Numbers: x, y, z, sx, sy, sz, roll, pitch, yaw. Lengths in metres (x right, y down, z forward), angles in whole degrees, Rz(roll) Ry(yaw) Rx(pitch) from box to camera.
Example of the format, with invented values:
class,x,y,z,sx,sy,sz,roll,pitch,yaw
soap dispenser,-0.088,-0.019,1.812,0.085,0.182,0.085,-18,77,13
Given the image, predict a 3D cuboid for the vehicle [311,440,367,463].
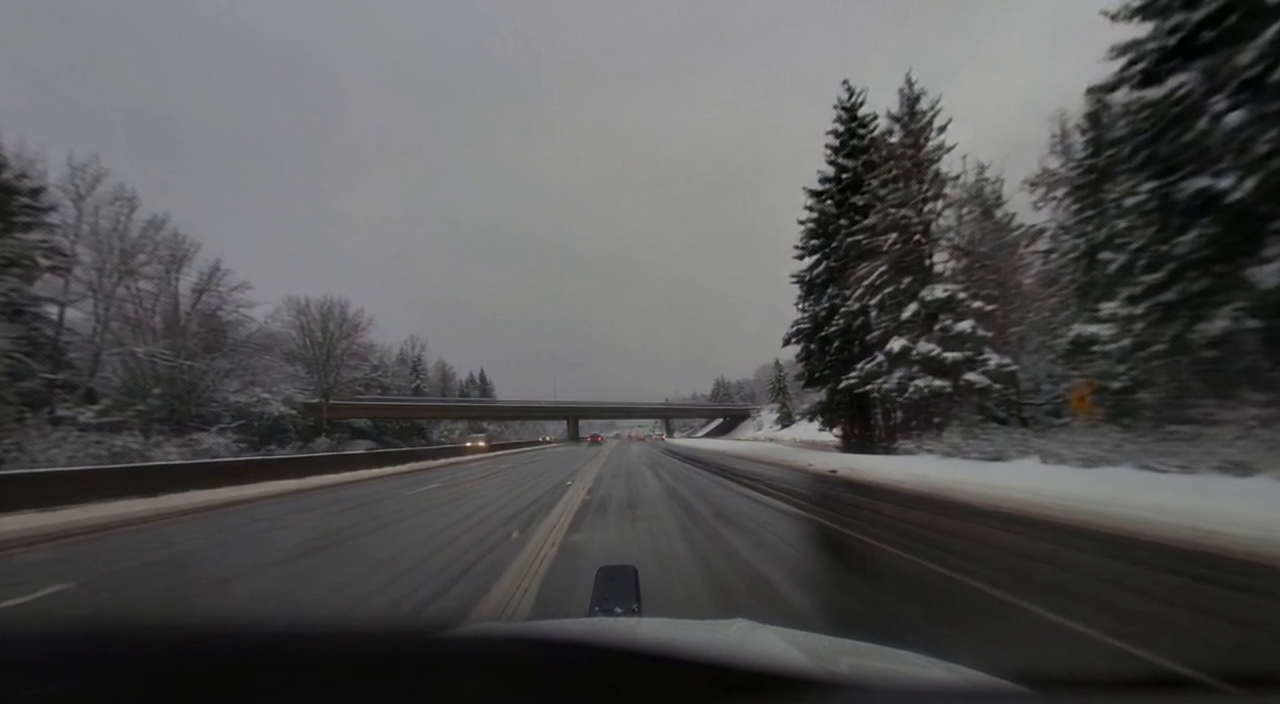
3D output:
class,x,y,z,sx,sy,sz,roll,pitch,yaw
vehicle,-20.851,6.903,43.737,1.848,1.457,4.428,0,-8,-2
